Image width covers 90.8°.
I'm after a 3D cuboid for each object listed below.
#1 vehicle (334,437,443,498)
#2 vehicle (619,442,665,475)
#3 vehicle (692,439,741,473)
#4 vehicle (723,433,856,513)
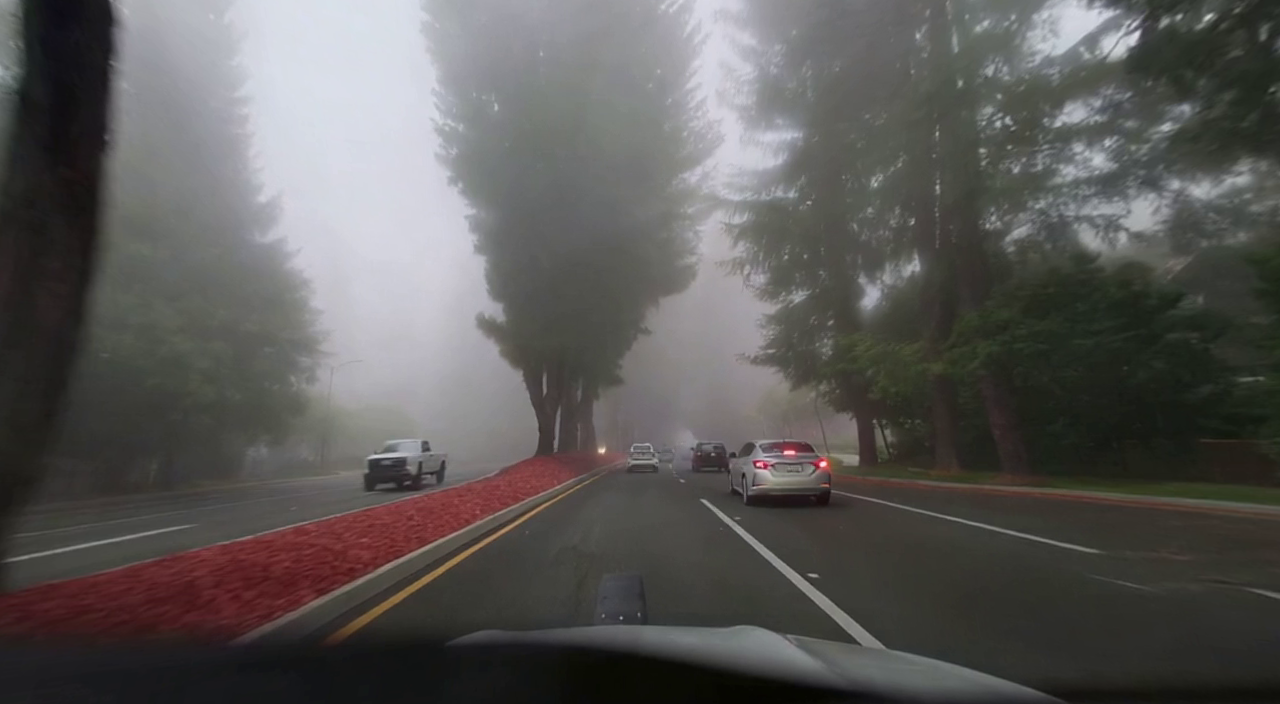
[{"bbox_3d":[-8.652,3.985,22.245,2.066,1.890,4.695,0,-8,-3],"label":"vehicle"},{"bbox_3d":[0.135,5.118,30.512,2.082,1.473,4.028,0,-8,2],"label":"vehicle"},{"bbox_3d":[3.888,5.367,32.856,2.074,1.652,4.340,0,-8,1],"label":"vehicle"},{"bbox_3d":[3.169,2.649,14.307,1.985,1.529,4.147,0,-8,0],"label":"vehicle"}]
